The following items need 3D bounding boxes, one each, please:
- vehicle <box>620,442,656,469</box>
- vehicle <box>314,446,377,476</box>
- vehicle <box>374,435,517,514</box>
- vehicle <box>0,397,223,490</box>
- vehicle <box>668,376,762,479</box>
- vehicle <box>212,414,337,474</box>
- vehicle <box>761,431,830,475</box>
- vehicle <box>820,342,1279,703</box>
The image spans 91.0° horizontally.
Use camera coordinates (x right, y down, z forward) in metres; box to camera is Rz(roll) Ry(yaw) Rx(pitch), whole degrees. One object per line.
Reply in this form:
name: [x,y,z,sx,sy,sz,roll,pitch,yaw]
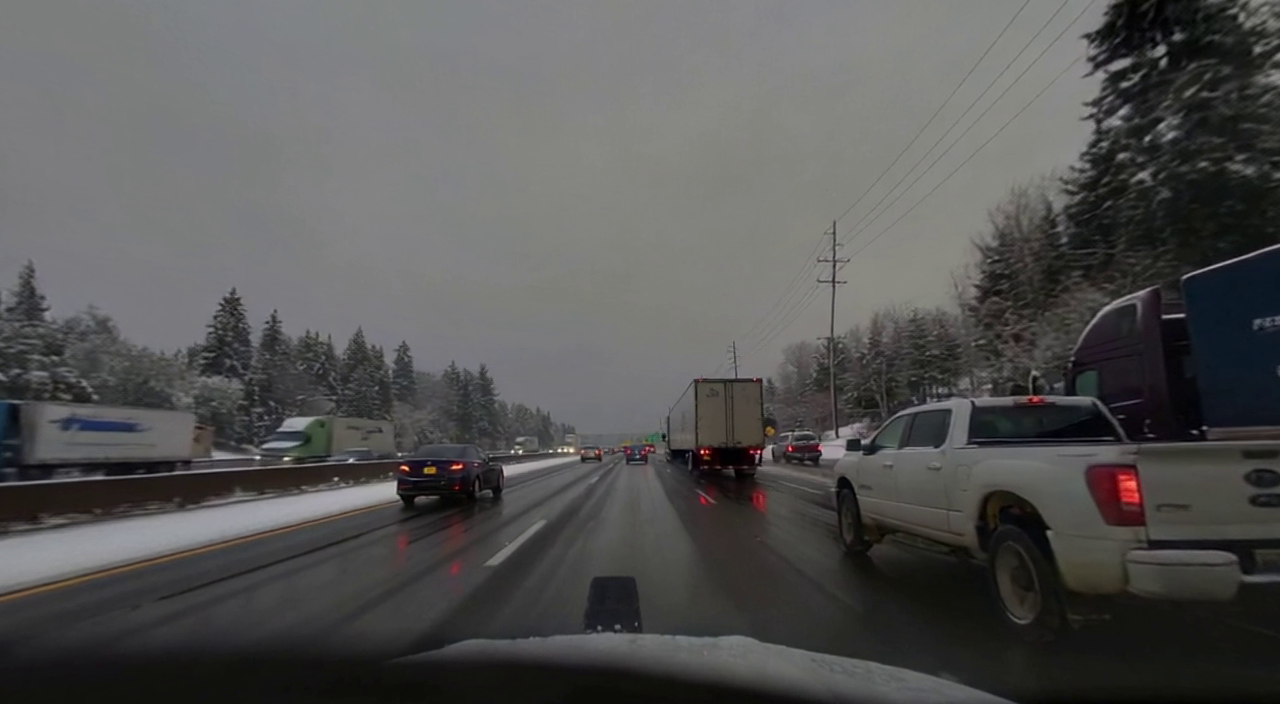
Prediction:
vehicle: [-0.106,6.148,37.497,2.047,1.485,3.938,0,-8,1]
vehicle: [-14.927,5.513,32.068,1.519,1.378,3.435,-1,-8,0]
vehicle: [-4.187,2.686,14.287,1.968,1.507,3.829,0,-8,1]
vehicle: [-28.975,4.825,33.745,3.049,3.899,16.316,0,-8,-3]
vehicle: [3.358,4.200,33.351,2.907,4.109,16.177,0,-8,0]
vehicle: [-22.380,5.726,39.166,3.028,3.310,7.561,0,-8,1]
vehicle: [7.402,4.869,30.514,2.079,1.938,4.630,0,-8,-1]
vehicle: [3.496,1.236,5.765,2.132,1.869,4.978,0,-8,-1]
